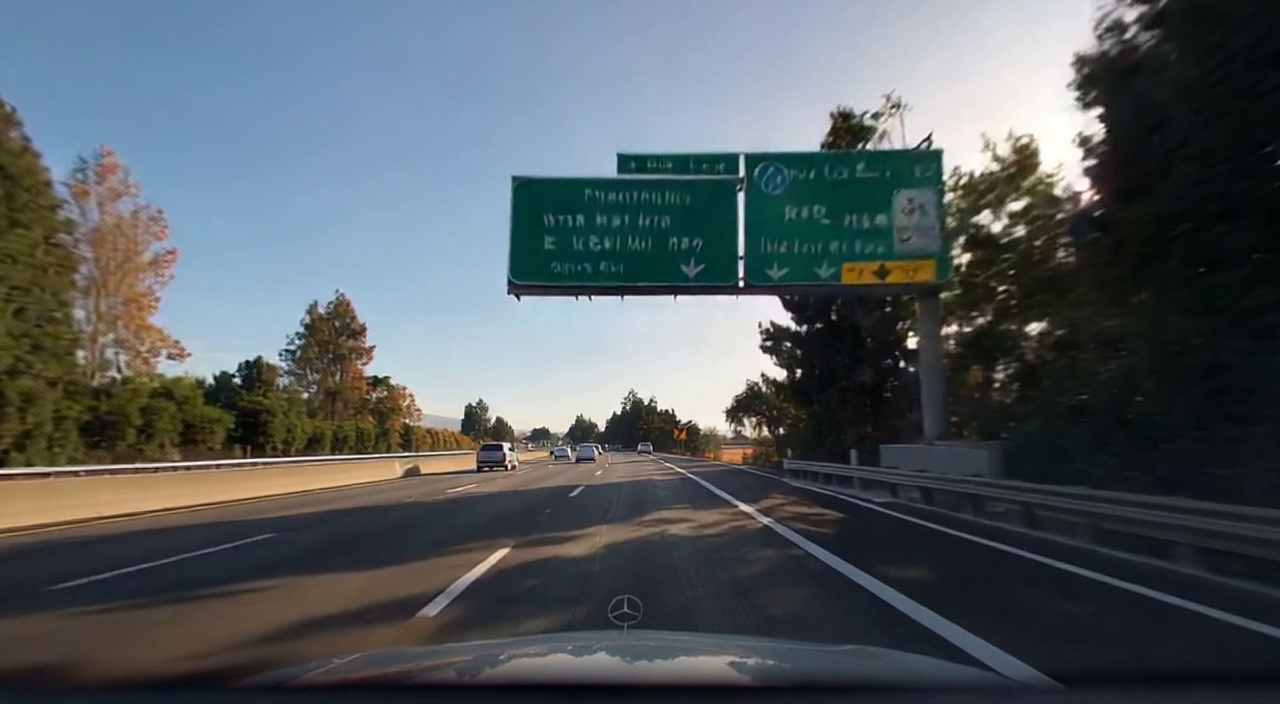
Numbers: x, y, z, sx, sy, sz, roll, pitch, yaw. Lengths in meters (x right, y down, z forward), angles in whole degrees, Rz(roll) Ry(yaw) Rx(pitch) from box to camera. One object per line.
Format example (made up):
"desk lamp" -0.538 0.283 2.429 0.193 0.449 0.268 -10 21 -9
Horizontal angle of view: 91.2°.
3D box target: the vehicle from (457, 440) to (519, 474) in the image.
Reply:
"vehicle" -7.687 5.347 32.205 2.080 1.632 4.332 0 -9 0

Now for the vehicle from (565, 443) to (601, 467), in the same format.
"vehicle" -3.744 6.841 41.838 2.075 1.516 4.212 0 -8 -1
